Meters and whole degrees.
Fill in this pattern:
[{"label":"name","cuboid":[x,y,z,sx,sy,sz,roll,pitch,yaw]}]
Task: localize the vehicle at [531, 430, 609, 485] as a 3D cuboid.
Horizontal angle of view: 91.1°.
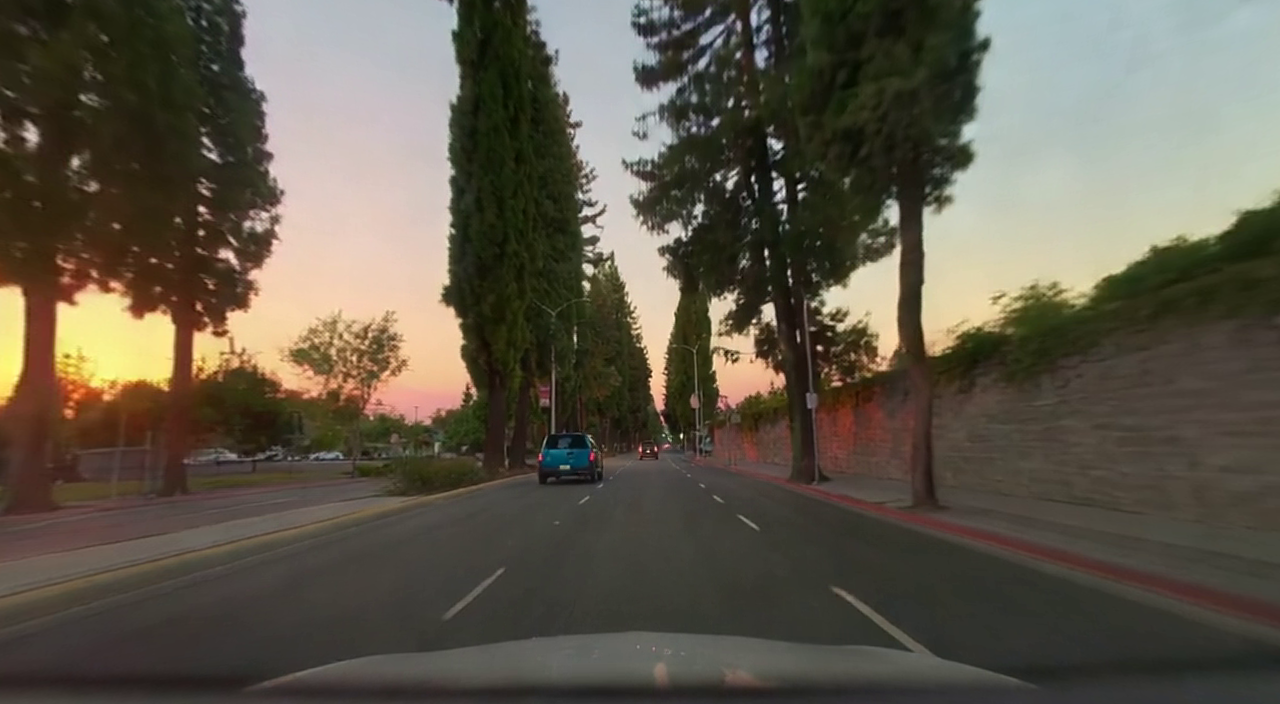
[{"label":"vehicle","cuboid":[-2.494,3.956,23.805,2.281,1.837,4.845,0,-8,2]}]
